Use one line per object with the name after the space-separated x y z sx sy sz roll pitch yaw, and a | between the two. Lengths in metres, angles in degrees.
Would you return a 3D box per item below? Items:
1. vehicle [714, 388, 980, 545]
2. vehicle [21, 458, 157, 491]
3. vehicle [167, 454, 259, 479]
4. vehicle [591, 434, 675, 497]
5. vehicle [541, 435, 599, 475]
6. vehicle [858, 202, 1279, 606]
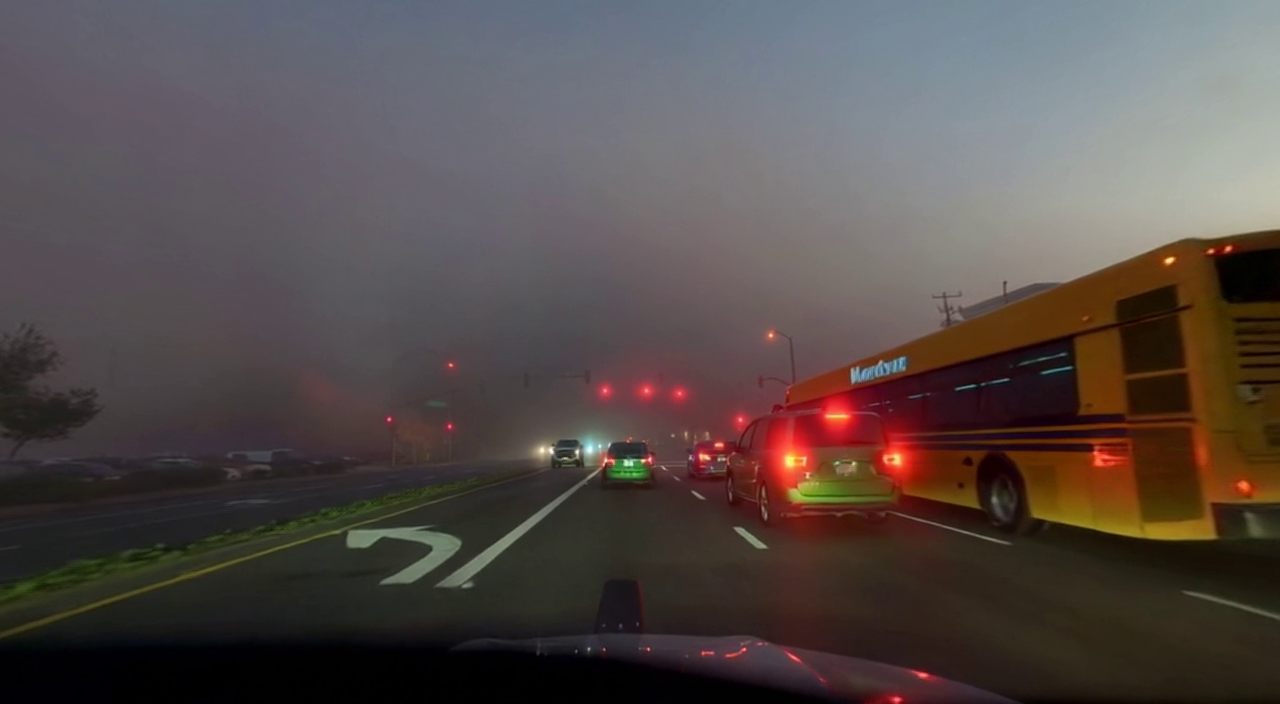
2.957 1.865 10.964 2.490 1.951 5.931 0 -8 -1 | vehicle
-28.267 6.270 32.641 4.881 1.458 1.914 4 -9 -27 | vehicle
-27.829 7.445 41.376 4.800 1.461 1.831 5 -10 -31 | vehicle
-0.203 3.066 17.418 2.071 1.525 3.723 0 -8 -1 | vehicle
-3.114 4.714 29.155 2.180 1.708 4.397 0 -8 0 | vehicle
6.413 0.990 9.598 2.879 3.318 8.881 0 -8 -1 | vehicle
